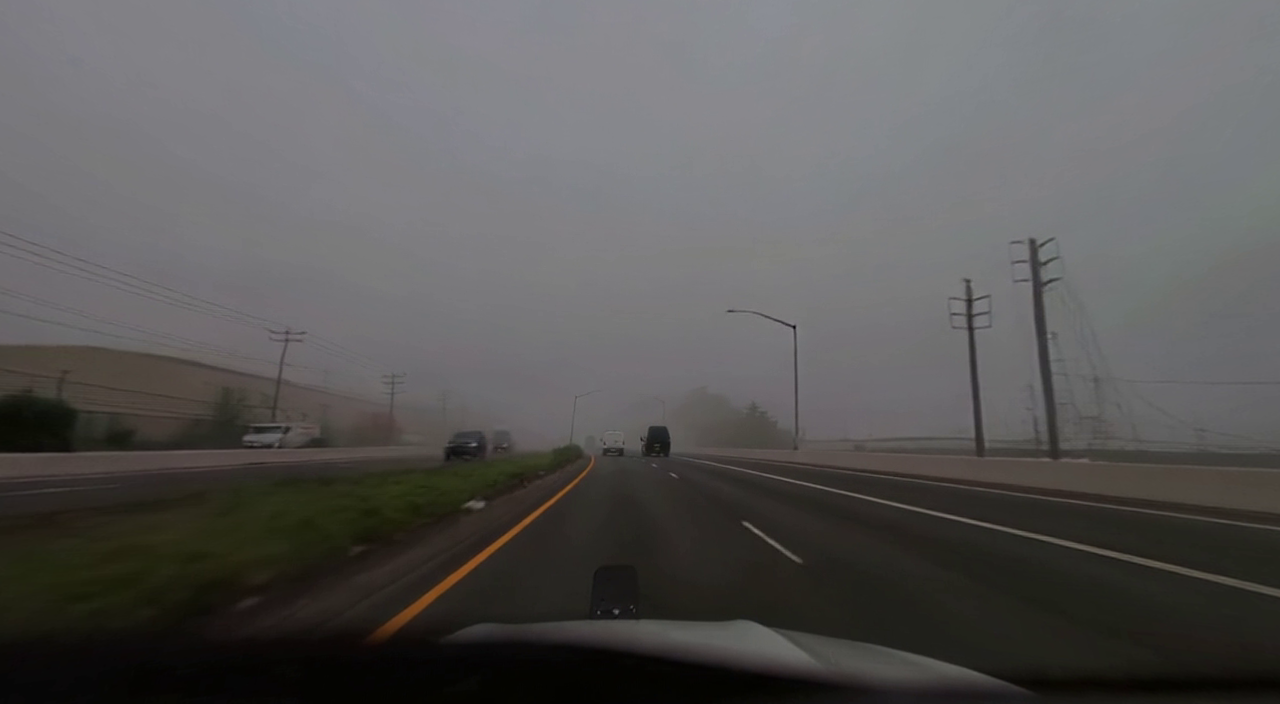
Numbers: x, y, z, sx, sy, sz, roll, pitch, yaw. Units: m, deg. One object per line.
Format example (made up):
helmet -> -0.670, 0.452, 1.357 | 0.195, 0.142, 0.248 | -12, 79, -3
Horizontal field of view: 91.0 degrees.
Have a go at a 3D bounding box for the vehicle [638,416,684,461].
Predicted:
vehicle -> 1.466, 6.661, 48.297 | 2.713, 3.140, 6.640 | 0, -8, -5

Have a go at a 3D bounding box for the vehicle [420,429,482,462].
vehicle -> -9.522, 4.756, 32.083 | 1.952, 1.508, 4.321 | 0, -8, -2
